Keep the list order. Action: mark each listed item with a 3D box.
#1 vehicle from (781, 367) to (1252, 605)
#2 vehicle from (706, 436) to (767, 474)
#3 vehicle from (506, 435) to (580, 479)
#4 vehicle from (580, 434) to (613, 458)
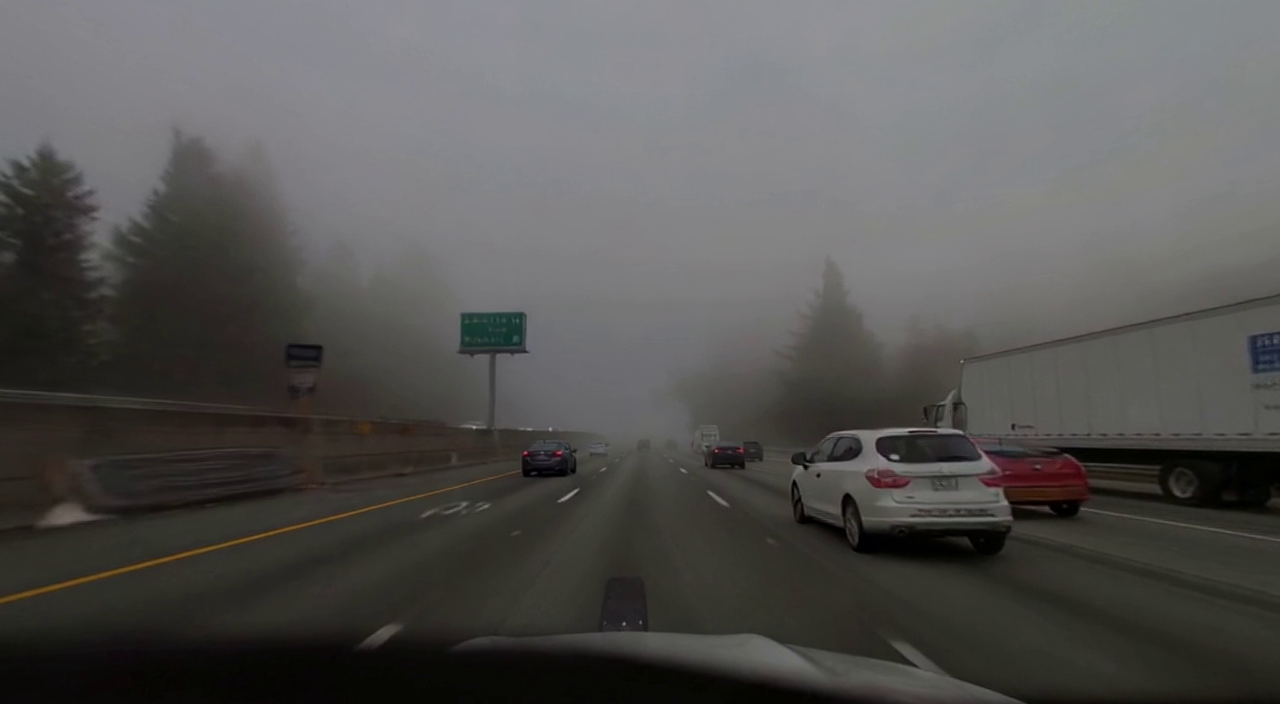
[{"bbox_3d":[3.689,1.489,7.980,2.517,1.935,5.552,0,-8,0],"label":"vehicle"},{"bbox_3d":[4.070,4.410,27.172,1.953,1.480,4.053,0,-8,-1],"label":"vehicle"},{"bbox_3d":[-3.489,3.861,23.530,1.978,1.473,4.073,0,-8,2],"label":"vehicle"},{"bbox_3d":[-3.141,6.888,46.338,2.020,1.628,4.248,0,-8,2],"label":"vehicle"}]
